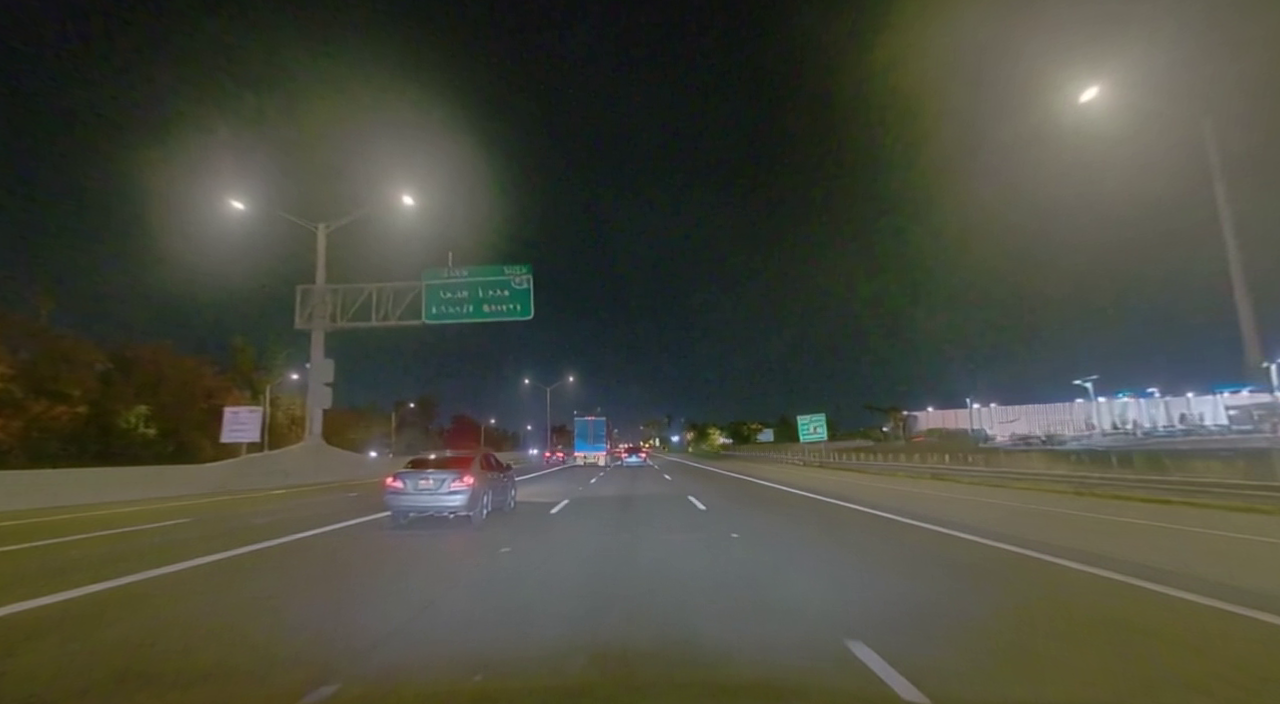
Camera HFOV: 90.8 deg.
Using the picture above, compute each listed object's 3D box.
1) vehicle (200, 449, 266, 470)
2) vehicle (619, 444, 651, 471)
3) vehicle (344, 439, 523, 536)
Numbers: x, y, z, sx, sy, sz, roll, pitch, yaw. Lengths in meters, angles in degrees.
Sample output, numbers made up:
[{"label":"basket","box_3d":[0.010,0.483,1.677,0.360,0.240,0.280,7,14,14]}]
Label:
[{"label":"vehicle","box_3d":[-30.920,8.172,48.165,2.099,1.527,4.542,0,-9,-1]},{"label":"vehicle","box_3d":[-0.363,6.971,41.791,2.033,1.669,4.112,0,-9,-1]},{"label":"vehicle","box_3d":[-3.657,2.467,12.169,1.997,1.507,4.391,0,-9,0]}]
